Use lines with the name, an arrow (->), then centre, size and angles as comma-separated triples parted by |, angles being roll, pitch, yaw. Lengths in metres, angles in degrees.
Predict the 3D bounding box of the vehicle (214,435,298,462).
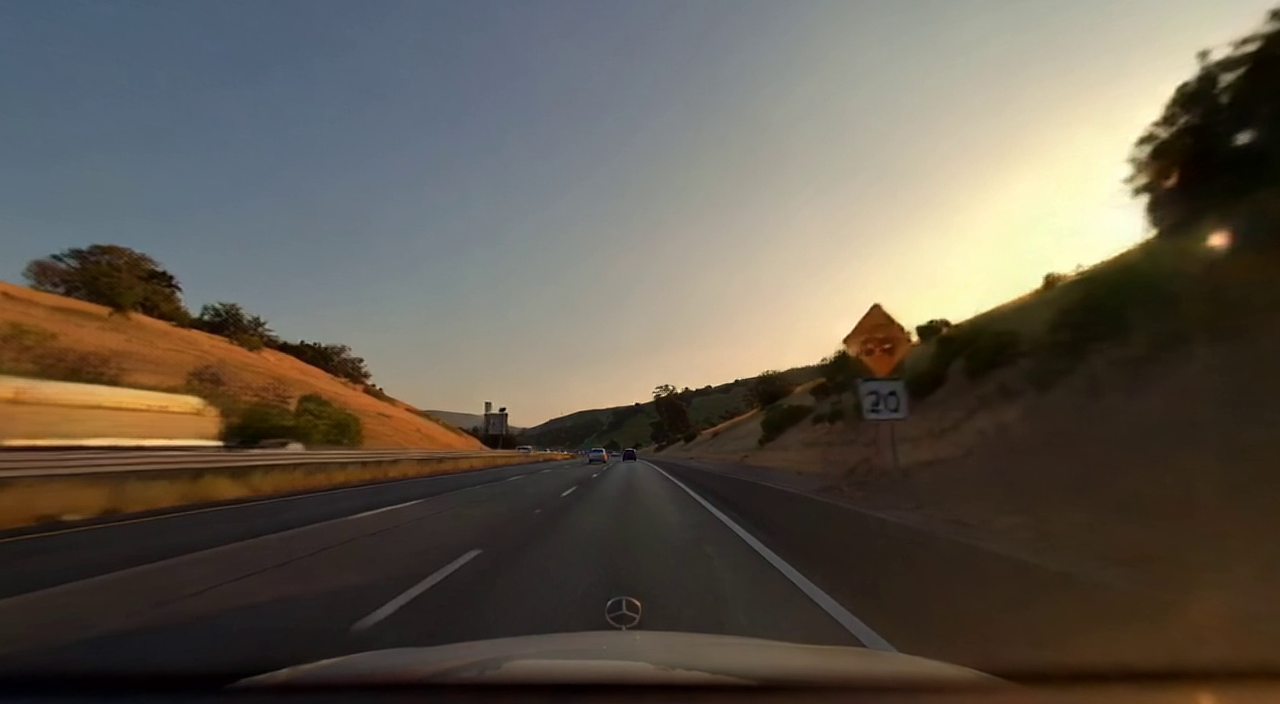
vehicle -> -22.747, 5.763, 37.613 | 1.999, 1.512, 4.919 | 0, -9, -1
